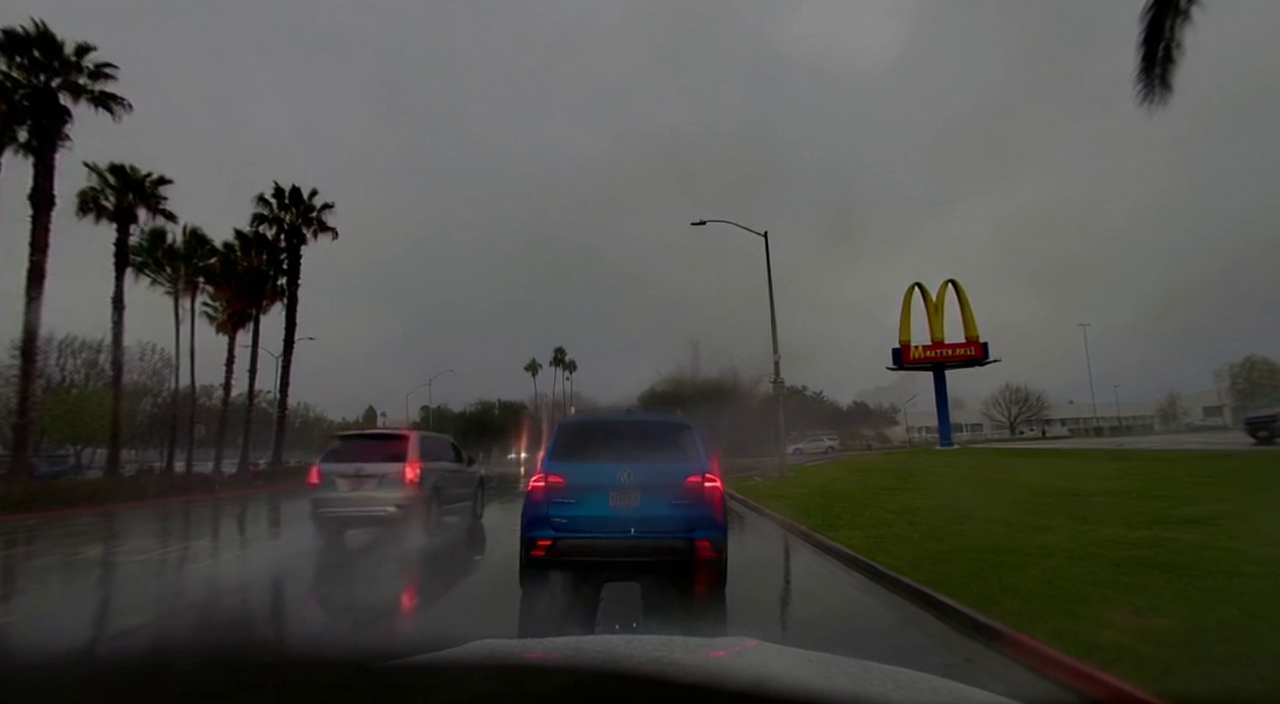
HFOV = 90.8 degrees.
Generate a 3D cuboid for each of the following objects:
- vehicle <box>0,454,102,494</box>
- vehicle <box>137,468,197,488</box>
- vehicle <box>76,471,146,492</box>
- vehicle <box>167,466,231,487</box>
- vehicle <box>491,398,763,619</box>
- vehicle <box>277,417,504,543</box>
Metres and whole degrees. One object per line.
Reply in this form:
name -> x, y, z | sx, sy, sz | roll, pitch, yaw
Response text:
vehicle -> -28.089, 5.564, 29.025 | 4.584, 1.714, 2.186 | 4, -10, -28
vehicle -> -35.612, 9.479, 47.660 | 1.641, 1.375, 3.640 | 0, -9, 0
vehicle -> -39.925, 9.765, 47.825 | 1.602, 1.400, 4.220 | 0, -9, 1
vehicle -> -33.271, 9.392, 47.789 | 1.792, 1.439, 3.952 | -1, -9, 3
vehicle -> -0.140, 1.526, 7.027 | 2.137, 1.728, 3.926 | 0, -9, -1
vehicle -> -4.024, 2.155, 11.285 | 2.181, 1.771, 4.567 | 0, -9, 0
